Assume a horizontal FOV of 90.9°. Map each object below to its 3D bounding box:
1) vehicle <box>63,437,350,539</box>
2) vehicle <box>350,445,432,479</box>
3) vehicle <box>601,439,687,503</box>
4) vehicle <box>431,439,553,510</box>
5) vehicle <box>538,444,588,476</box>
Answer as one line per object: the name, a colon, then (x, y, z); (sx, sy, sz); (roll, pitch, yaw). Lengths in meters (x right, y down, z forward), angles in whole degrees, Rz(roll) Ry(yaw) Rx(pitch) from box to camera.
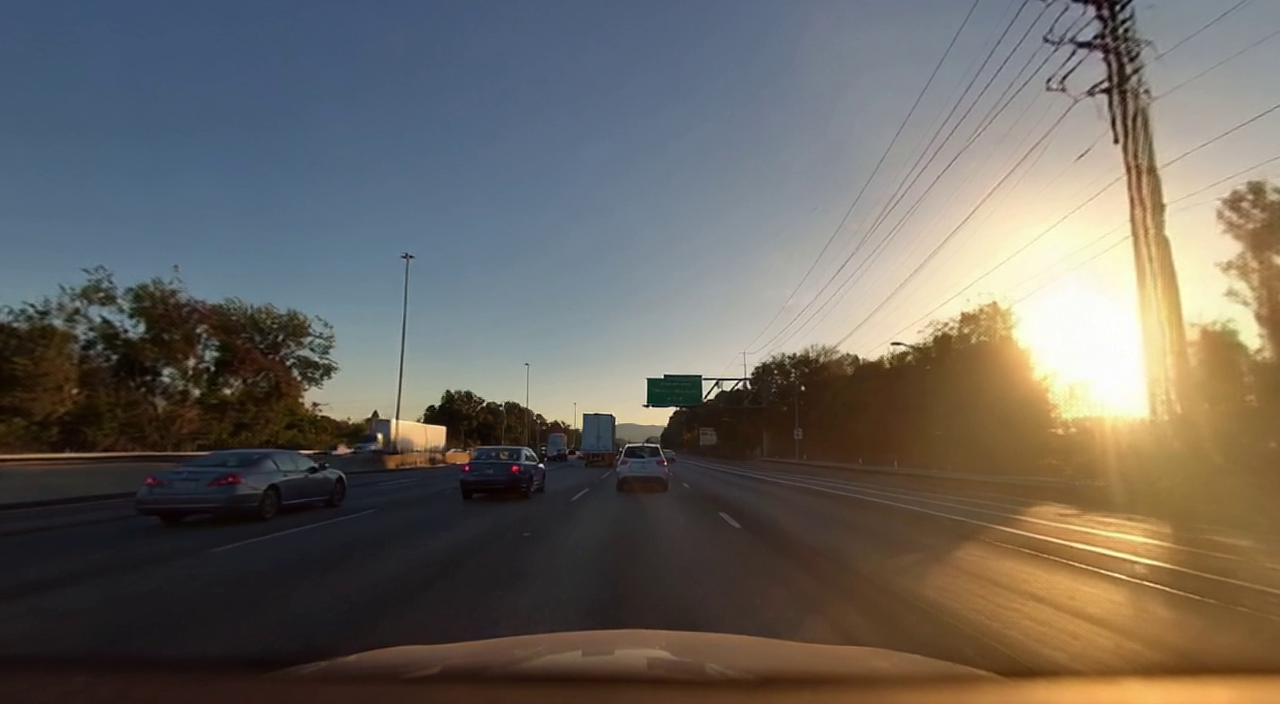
vehicle: (-7.256, 2.289, 11.318); (1.867, 1.445, 4.499); (0, -9, 1)
vehicle: (-11.864, 5.257, 30.450); (2.004, 1.457, 4.758); (0, -9, 0)
vehicle: (0.020, 3.116, 16.999); (2.018, 1.470, 4.491); (0, -9, -2)
vehicle: (-3.401, 2.897, 15.401); (1.912, 1.464, 4.115); (0, -9, 1)
vehicle: (-3.759, 5.316, 31.273); (2.013, 1.437, 3.801); (0, -9, 0)
